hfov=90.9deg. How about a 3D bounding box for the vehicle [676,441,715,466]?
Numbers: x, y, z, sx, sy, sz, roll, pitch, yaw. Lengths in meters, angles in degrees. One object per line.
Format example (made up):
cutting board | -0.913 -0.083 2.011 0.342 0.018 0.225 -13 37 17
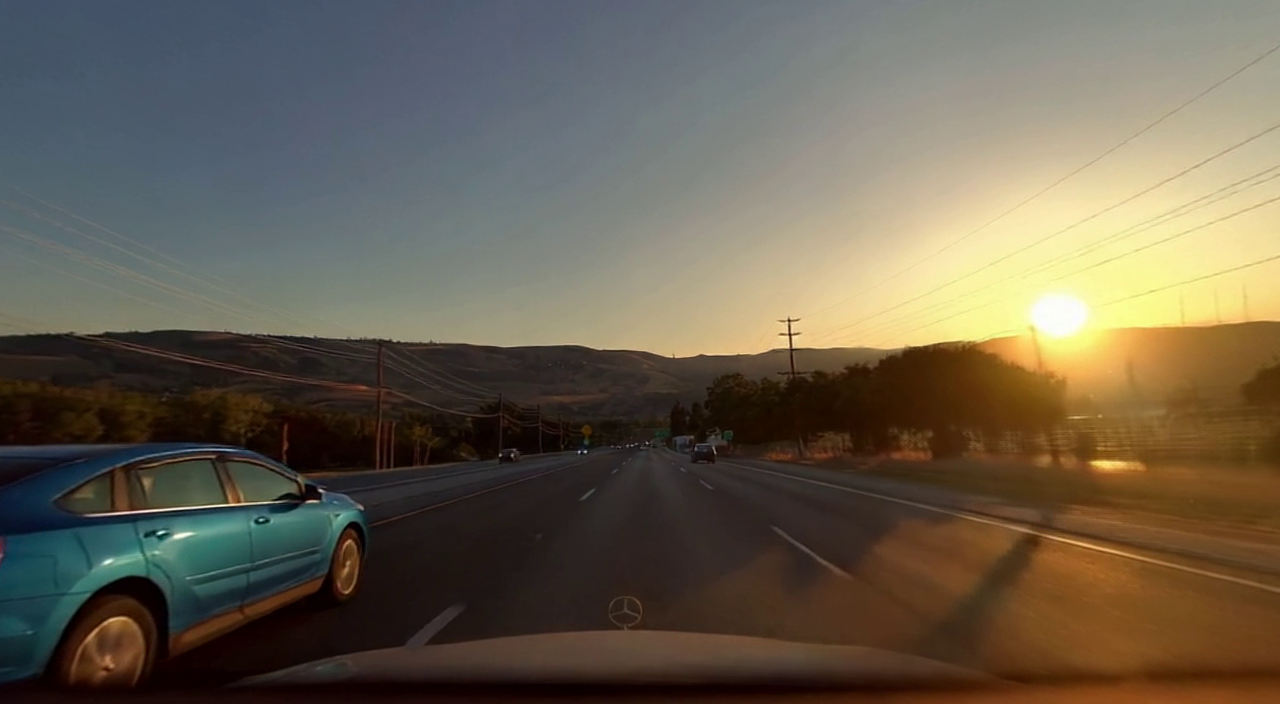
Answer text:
vehicle | 3.561 6.591 41.302 2.148 1.538 4.430 0 -8 0
